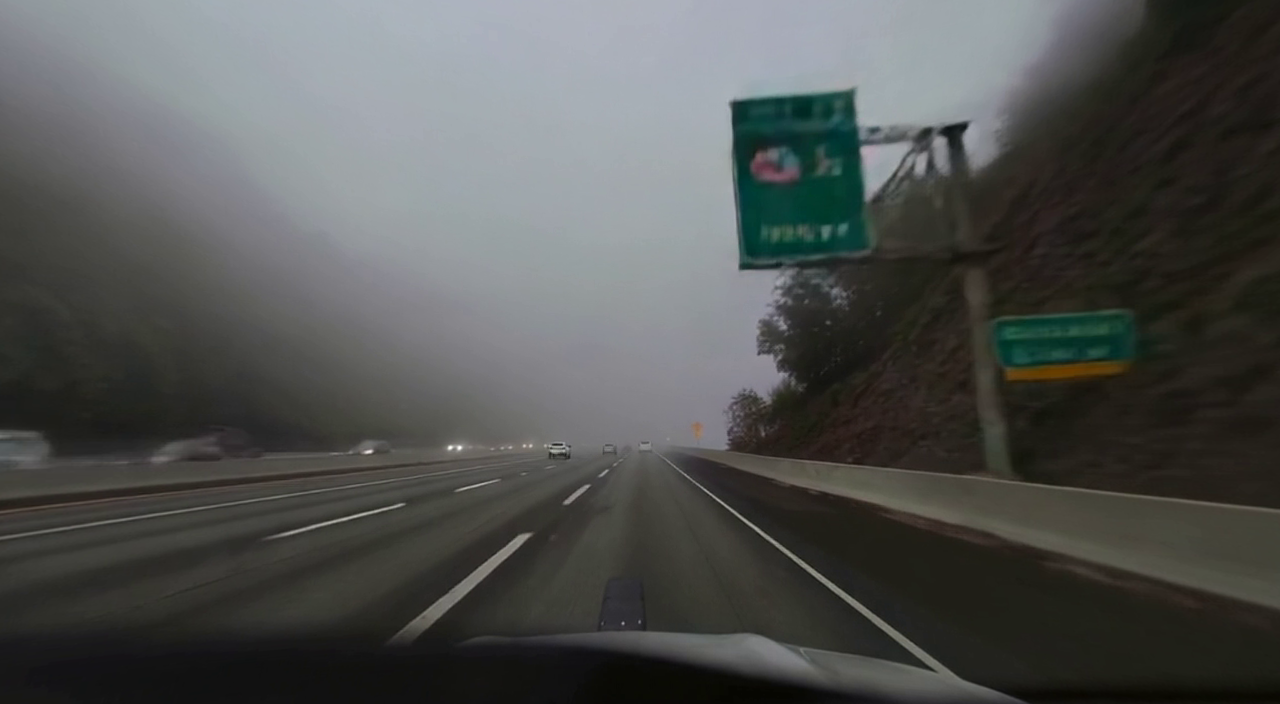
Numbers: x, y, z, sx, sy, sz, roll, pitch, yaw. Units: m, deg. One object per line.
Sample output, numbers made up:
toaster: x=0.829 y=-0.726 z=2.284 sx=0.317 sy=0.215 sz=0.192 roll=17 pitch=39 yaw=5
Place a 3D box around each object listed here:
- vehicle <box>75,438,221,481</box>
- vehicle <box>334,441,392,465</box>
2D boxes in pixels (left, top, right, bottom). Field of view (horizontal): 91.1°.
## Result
vehicle: x=-18.561 y=4.069 z=24.006 sx=1.950 sy=1.471 sz=4.378 roll=0 pitch=-8 yaw=2
vehicle: x=-17.773 y=6.511 z=40.528 sx=1.830 sy=1.417 sz=4.091 roll=0 pitch=-9 yaw=1
